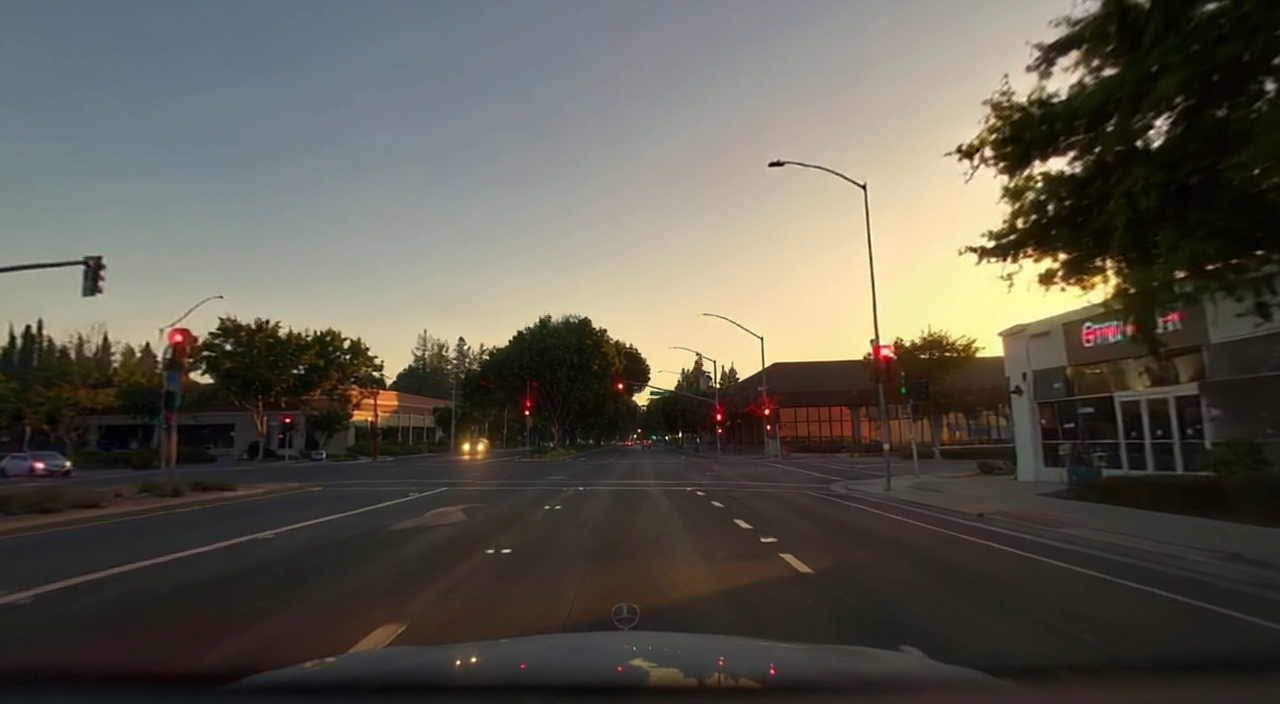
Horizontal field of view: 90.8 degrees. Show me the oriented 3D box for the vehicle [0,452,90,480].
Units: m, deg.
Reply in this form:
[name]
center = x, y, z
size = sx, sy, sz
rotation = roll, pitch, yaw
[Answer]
[vehicle]
center = -34.333, 6.435, 35.781
size = 4.500, 1.465, 1.936
rotation = 0, -9, 1
